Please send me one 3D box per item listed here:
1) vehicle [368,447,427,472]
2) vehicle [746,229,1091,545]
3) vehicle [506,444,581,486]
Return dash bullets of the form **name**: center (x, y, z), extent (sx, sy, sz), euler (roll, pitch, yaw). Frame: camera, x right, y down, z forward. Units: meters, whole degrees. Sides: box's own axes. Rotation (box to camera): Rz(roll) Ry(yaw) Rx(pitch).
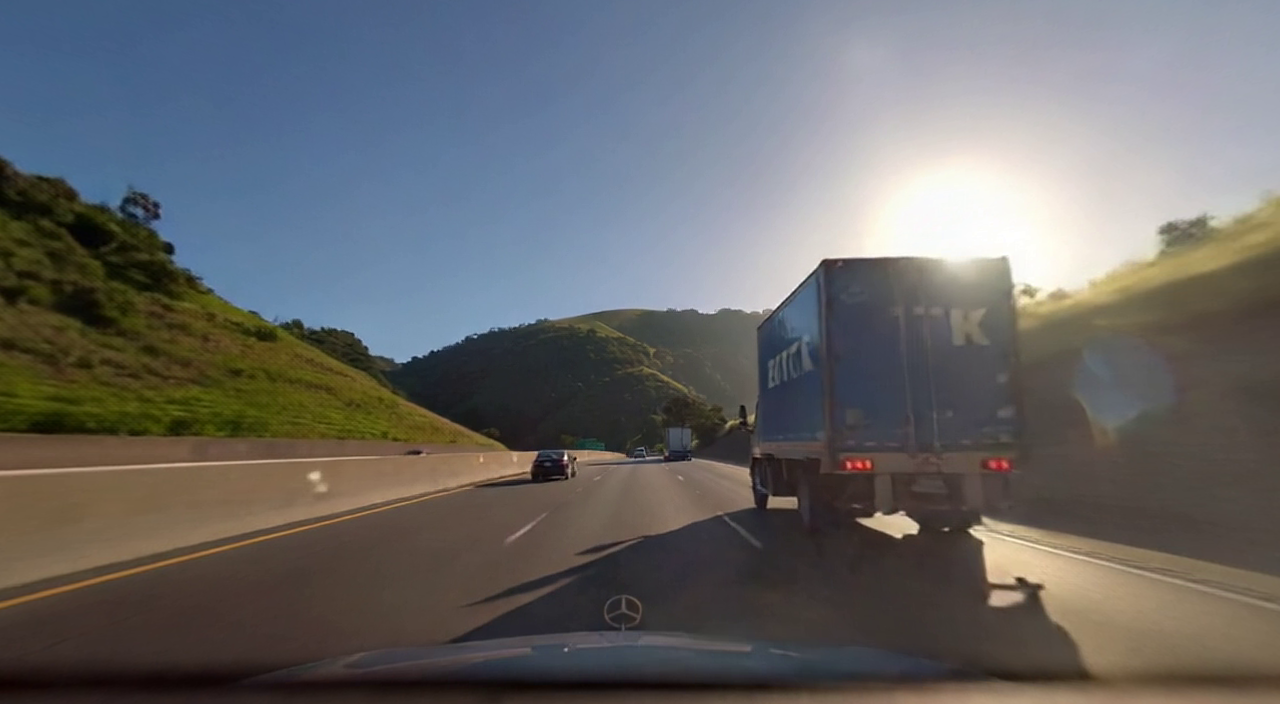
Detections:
- **vehicle**: center (-15.395, 6.838, 40.299), extent (1.971, 1.497, 4.426), euler (0, -9, 0)
- **vehicle**: center (3.978, 0.855, 11.134), extent (2.999, 4.023, 6.337), euler (0, -9, -1)
- **vehicle**: center (-3.663, 4.428, 25.047), extent (2.060, 1.475, 5.314), euler (0, -9, 1)
